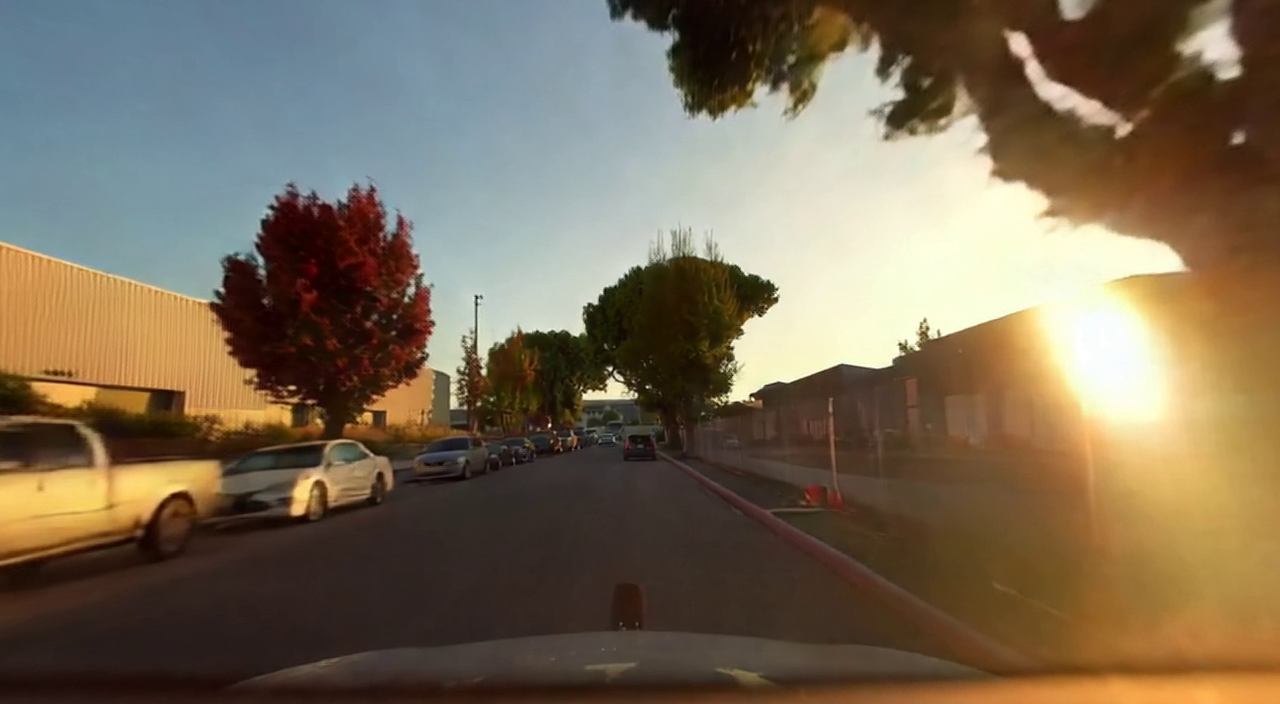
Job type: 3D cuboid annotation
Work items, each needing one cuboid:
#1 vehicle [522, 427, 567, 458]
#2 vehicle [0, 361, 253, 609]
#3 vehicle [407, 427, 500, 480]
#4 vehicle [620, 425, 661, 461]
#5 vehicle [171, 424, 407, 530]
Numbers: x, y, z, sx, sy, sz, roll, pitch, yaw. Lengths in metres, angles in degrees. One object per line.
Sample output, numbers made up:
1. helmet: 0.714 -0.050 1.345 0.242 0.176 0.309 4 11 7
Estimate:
1. vehicle: -6.401 6.142 42.736 2.139 1.943 5.295 -1 -9 1
2. vehicle: -6.204 1.242 5.950 2.005 1.989 4.929 -3 -9 0
3. vehicle: -6.413 3.514 22.242 1.926 1.647 4.185 0 -7 1
4. vehicle: 0.015 5.053 35.274 2.152 1.874 4.042 0 -7 0
5. vehicle: -6.186 2.197 11.839 2.013 1.609 4.152 0 -7 0
